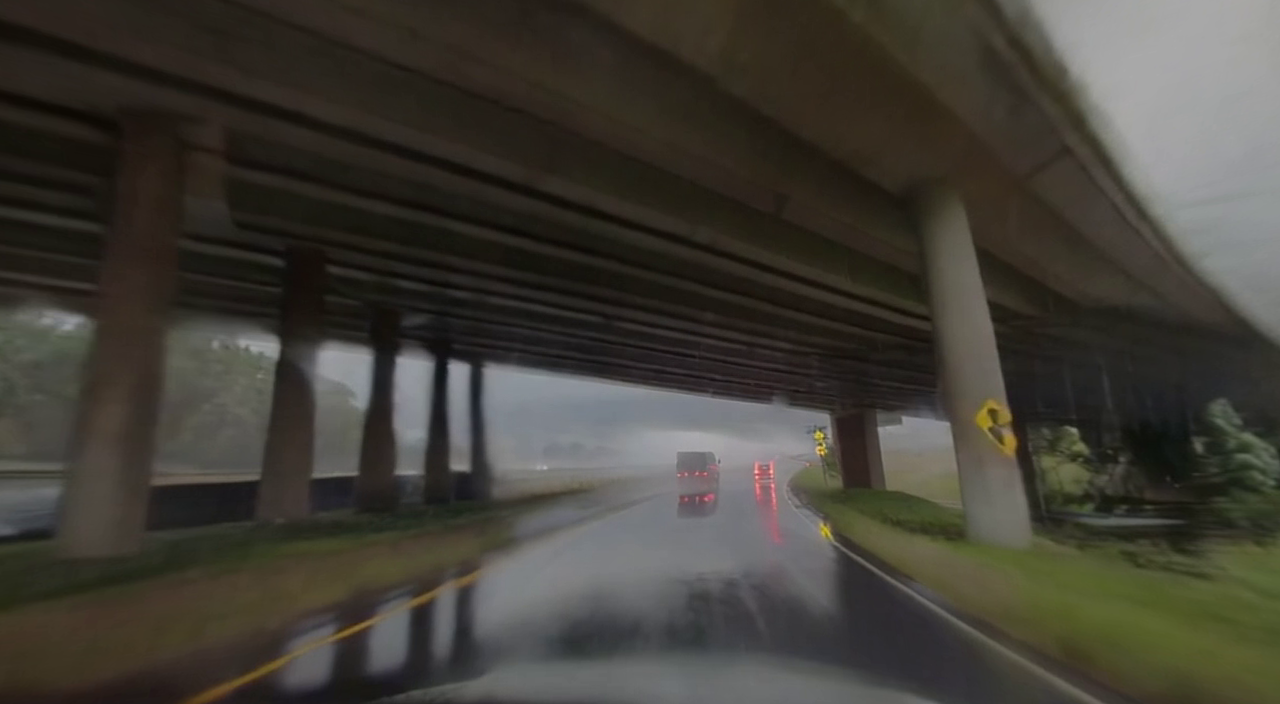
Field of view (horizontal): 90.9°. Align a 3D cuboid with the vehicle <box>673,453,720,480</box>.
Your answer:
[{"bbox_3d":[3.304,6.516,36.144,1.940,1.444,4.024,-3,-9,16],"label":"vehicle"}]
